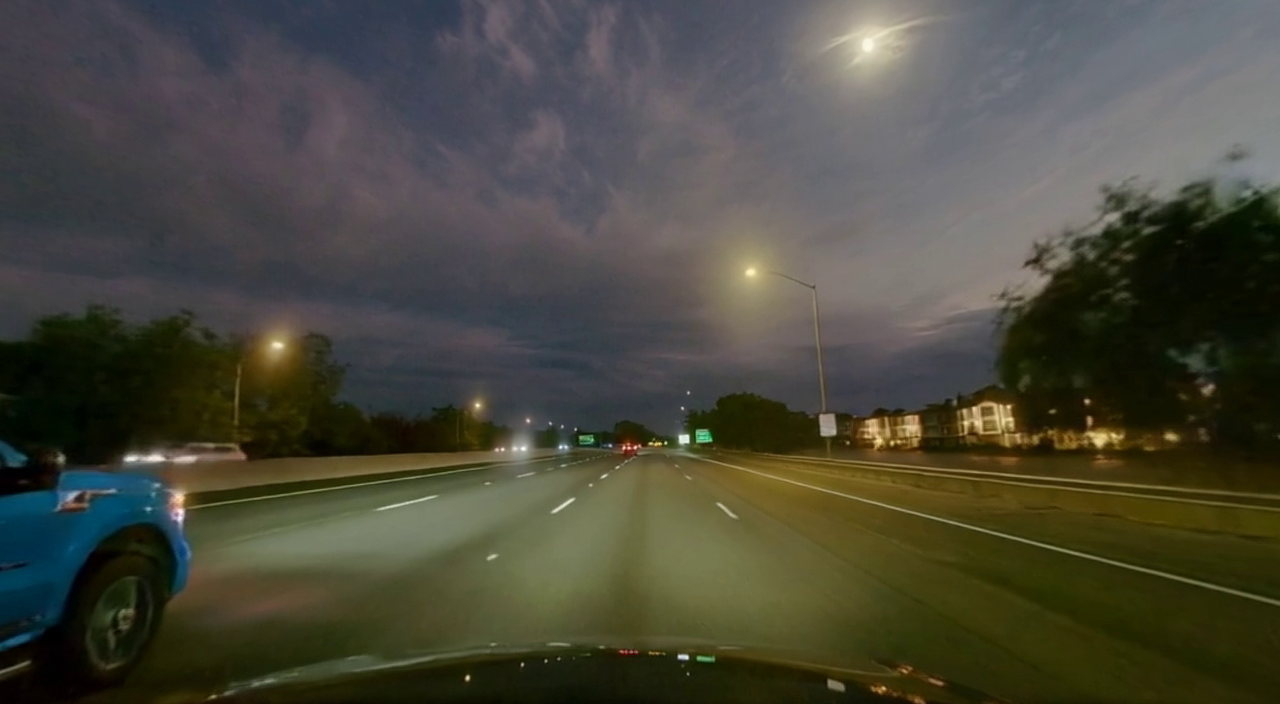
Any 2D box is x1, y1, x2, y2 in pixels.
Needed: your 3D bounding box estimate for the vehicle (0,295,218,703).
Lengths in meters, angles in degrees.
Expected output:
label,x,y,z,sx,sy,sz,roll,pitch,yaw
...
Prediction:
label,x,y,z,sx,sy,sz,roll,pitch,yaw
vehicle,-3.516,0.502,0.908,2.202,1.836,5.009,0,-8,2
